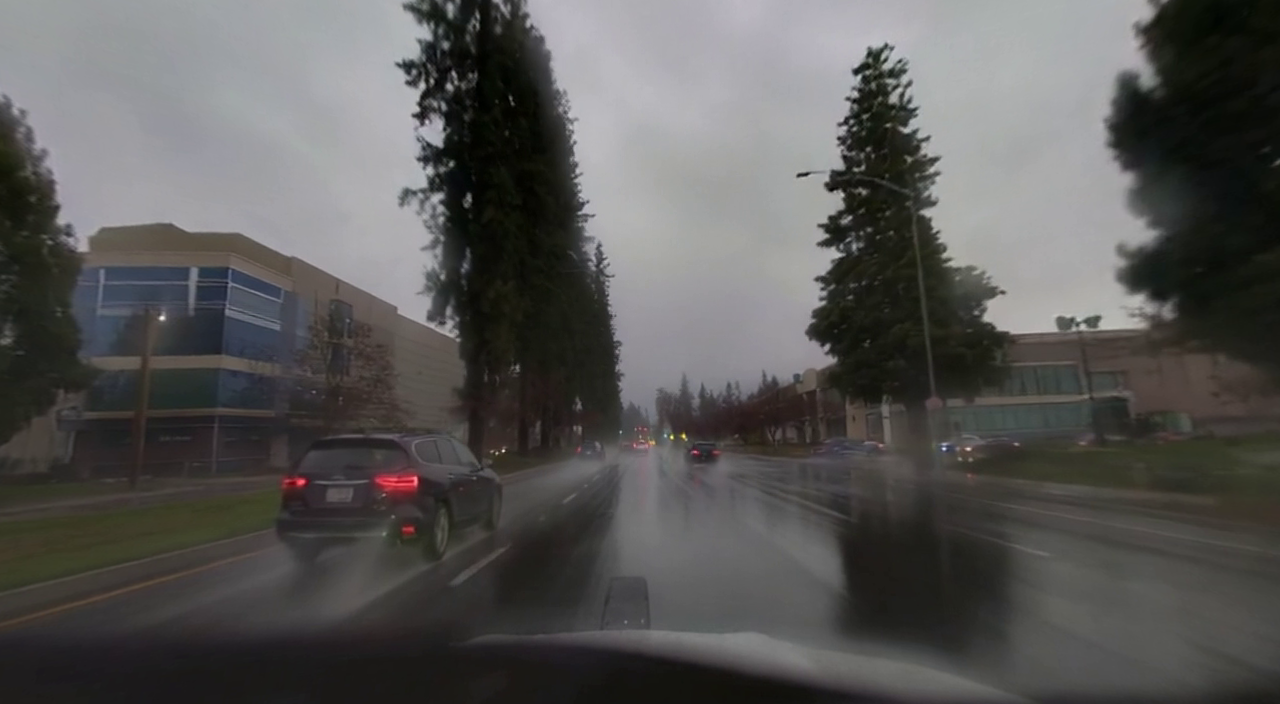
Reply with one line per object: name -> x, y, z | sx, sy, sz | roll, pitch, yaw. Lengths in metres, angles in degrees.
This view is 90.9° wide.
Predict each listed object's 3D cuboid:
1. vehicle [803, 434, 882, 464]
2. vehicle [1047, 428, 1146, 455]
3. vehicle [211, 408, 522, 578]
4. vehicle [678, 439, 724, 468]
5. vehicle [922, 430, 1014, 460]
vehicle -> 12.949, 6.254, 40.525 | 4.515, 1.599, 1.968 | -5, -9, 10
vehicle -> 29.023, 5.718, 40.191 | 4.759, 1.666, 1.941 | 0, -8, 0
vehicle -> -3.132, 1.721, 8.554 | 2.121, 1.656, 4.559 | 0, -8, 1
vehicle -> 3.374, 5.718, 35.678 | 2.087, 1.506, 4.276 | 0, -8, -1
vehicle -> 20.908, 5.933, 40.355 | 4.691, 1.626, 1.989 | -3, -9, 3
